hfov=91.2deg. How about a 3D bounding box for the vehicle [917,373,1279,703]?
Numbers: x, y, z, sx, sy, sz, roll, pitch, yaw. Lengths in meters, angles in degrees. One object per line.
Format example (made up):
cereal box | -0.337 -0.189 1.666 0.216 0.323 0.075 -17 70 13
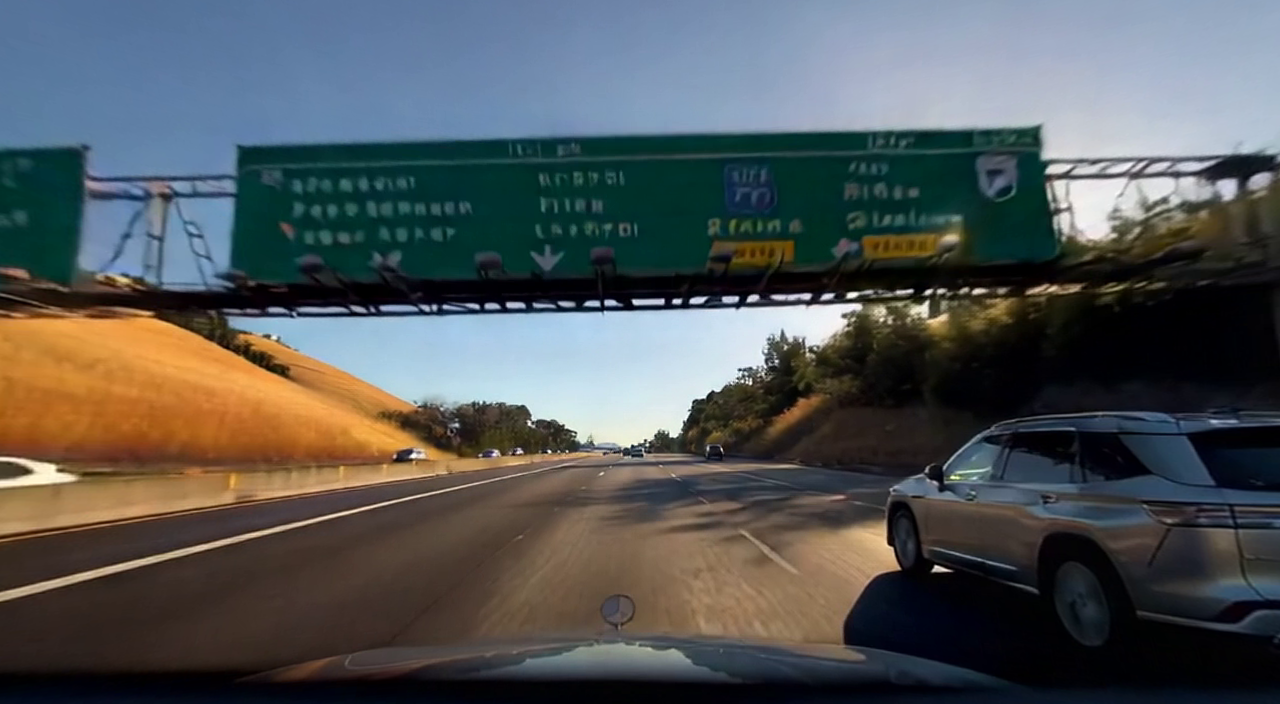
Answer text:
vehicle | 3.430 1.113 3.506 1.784 1.733 4.141 0 -9 -1

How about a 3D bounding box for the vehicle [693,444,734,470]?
vehicle | 4.973 7.178 43.015 2.006 1.652 4.417 0 -9 -3
